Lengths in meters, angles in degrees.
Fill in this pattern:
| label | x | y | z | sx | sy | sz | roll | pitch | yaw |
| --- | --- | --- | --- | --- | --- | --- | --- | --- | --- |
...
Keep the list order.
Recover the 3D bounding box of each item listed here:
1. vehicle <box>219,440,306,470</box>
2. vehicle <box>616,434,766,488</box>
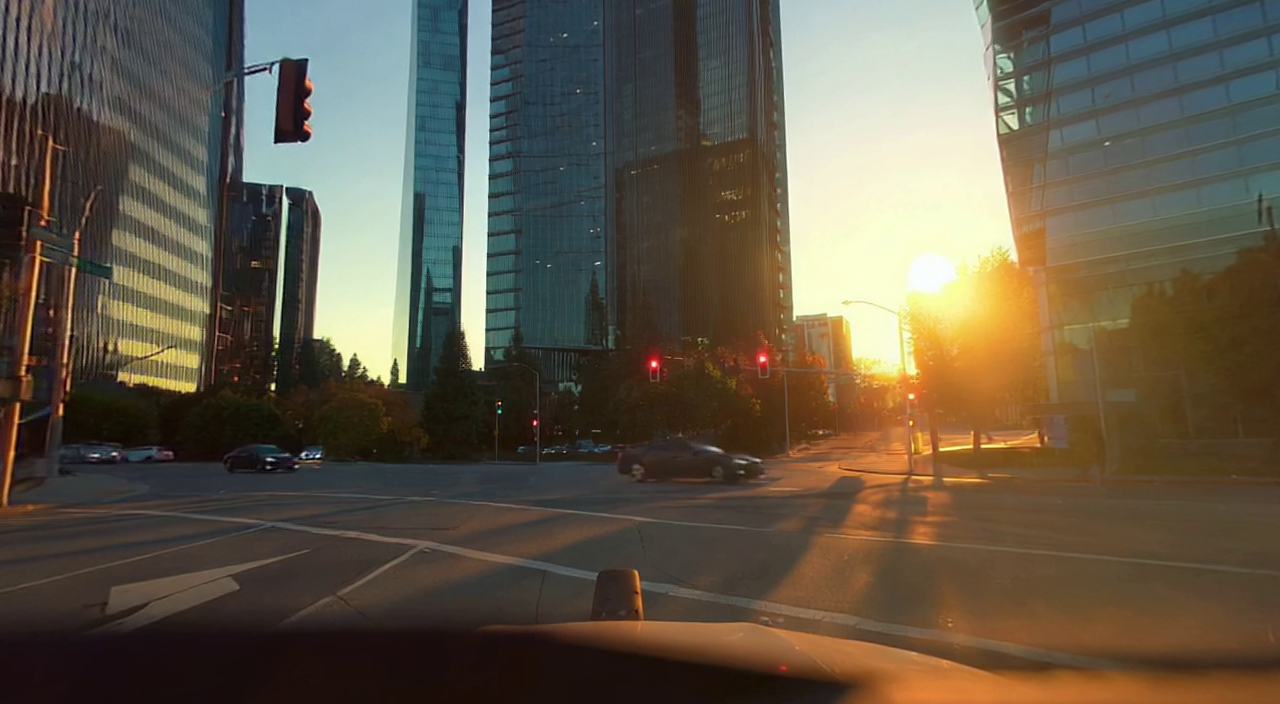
| label | x | y | z | sx | sy | sz | roll | pitch | yaw |
| --- | --- | --- | --- | --- | --- | --- | --- | --- | --- |
| vehicle | -19.705 | 5.351 | 32.895 | 4.798 | 1.461 | 1.939 | -6 | -10 | 34 |
| vehicle | 1.626 | 3.622 | 21.304 | 4.698 | 1.609 | 1.975 | -7 | -11 | 37 |
